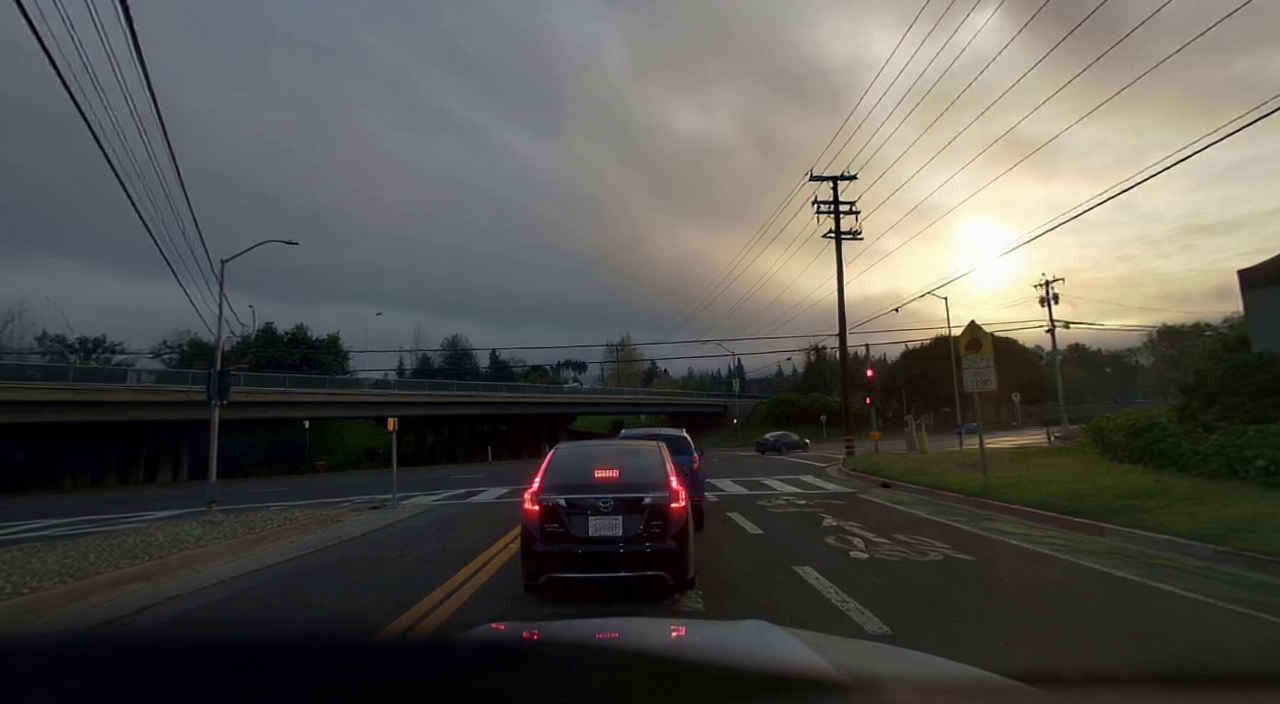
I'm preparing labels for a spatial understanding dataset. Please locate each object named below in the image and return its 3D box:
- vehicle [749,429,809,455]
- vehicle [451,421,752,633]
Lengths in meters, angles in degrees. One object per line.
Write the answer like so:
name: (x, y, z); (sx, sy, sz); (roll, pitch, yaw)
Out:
vehicle: (10.157, 6.552, 45.900); (1.966, 1.785, 4.855); (-8, -12, 43)
vehicle: (-0.232, 1.527, 6.472); (2.090, 1.458, 4.033); (-1, -9, 1)
